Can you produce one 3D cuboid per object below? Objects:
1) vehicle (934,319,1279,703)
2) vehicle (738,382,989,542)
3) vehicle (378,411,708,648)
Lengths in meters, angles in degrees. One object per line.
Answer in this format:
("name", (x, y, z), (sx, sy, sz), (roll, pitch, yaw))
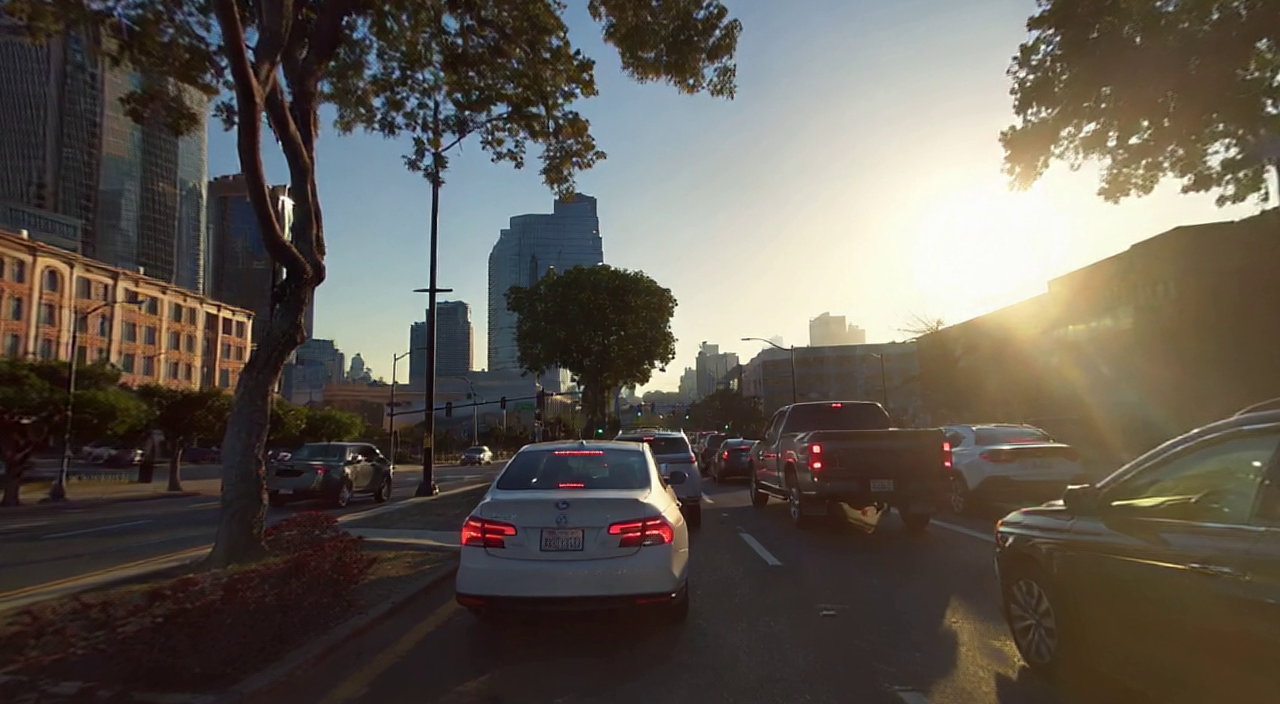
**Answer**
("vehicle", (3.126, 0.766, 2.095), (2.024, 1.723, 4.714), (0, -9, 1))
("vehicle", (3.520, 1.941, 11.606), (2.497, 2.186, 5.890), (0, -9, 1))
("vehicle", (-0.579, 1.483, 6.331), (2.172, 1.536, 4.250), (0, -9, 2))
